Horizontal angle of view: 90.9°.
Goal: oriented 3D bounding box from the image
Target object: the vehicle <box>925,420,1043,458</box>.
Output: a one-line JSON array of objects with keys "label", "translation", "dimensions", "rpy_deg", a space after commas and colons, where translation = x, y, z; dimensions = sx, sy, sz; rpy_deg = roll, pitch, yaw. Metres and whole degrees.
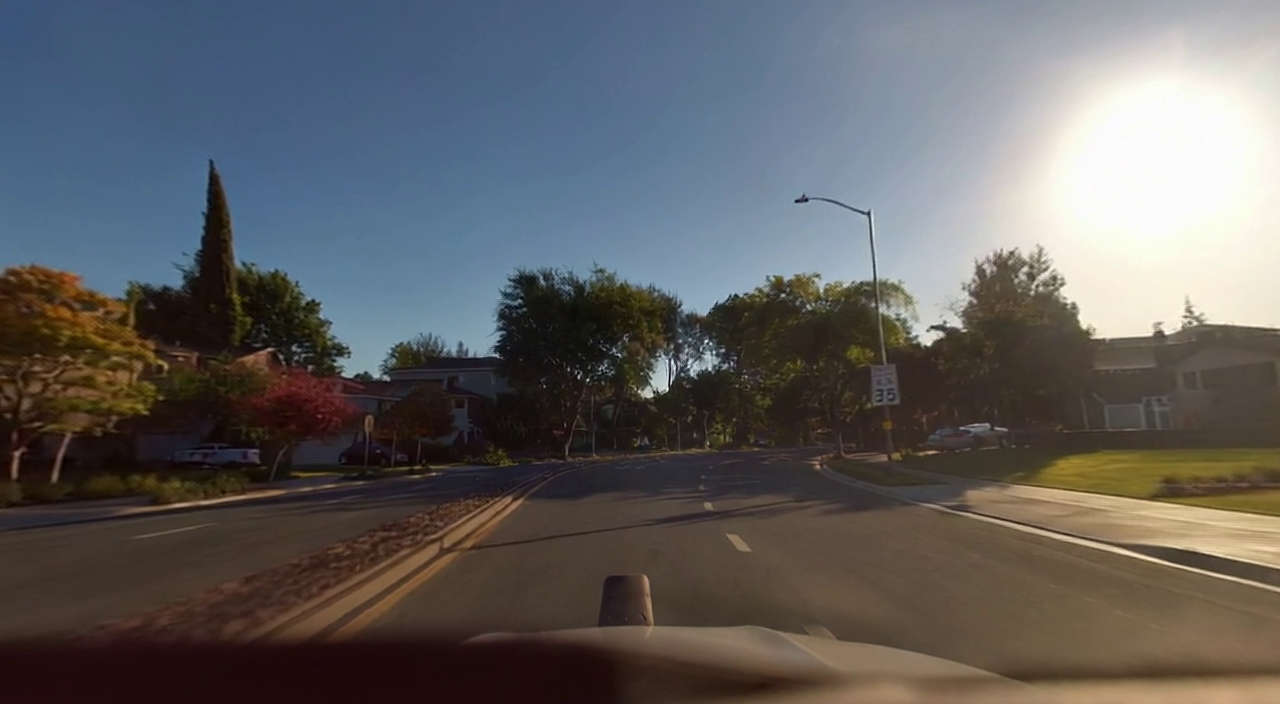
[{"label": "vehicle", "translation": [16.992, 4.359, 31.401], "dimensions": [4.766, 1.789, 1.939], "rpy_deg": [-3, -9, 17]}]

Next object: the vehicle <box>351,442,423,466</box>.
[{"label": "vehicle", "translation": [-17.267, 6.939, 43.031], "dimensions": [4.110, 1.605, 1.968], "rpy_deg": [-2, -9, 15]}]
